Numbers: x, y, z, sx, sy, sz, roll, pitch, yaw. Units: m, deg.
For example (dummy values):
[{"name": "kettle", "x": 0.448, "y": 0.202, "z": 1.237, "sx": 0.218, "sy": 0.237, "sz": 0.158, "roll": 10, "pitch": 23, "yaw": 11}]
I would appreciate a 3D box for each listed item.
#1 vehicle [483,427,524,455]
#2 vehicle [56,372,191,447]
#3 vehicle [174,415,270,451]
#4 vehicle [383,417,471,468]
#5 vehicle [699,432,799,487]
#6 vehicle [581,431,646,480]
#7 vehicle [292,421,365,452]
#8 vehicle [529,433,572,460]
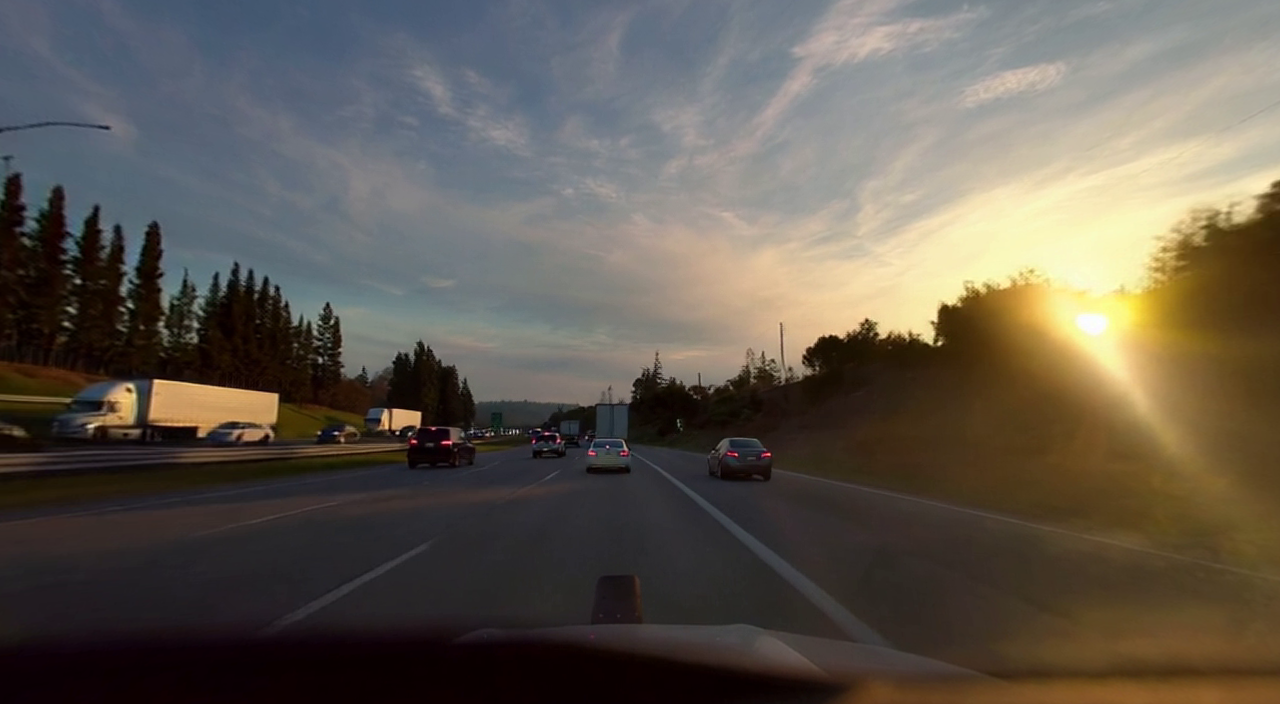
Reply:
[{"name": "vehicle", "x": -9.473, "y": 6.205, "z": 43.933, "sx": 1.992, "sy": 1.838, "sz": 4.493, "roll": 0, "pitch": -8, "yaw": -2}, {"name": "vehicle", "x": -28.562, "y": 3.310, "z": 35.117, "sx": 2.908, "sy": 3.868, "sz": 5.411, "roll": 0, "pitch": -8, "yaw": -3}, {"name": "vehicle", "x": -19.817, "y": 3.893, "z": 30.021, "sx": 1.831, "sy": 1.575, "sz": 4.218, "roll": 0, "pitch": -8, "yaw": -3}, {"name": "vehicle", "x": -8.699, "y": 3.741, "z": 26.180, "sx": 2.158, "sy": 1.943, "sz": 4.662, "roll": 0, "pitch": -8, "yaw": -2}, {"name": "vehicle", "x": 3.175, "y": 3.207, "z": 19.289, "sx": 1.981, "sy": 1.474, "sz": 4.396, "roll": 0, "pitch": -8, "yaw": -4}, {"name": "vehicle", "x": -0.885, "y": 3.410, "z": 21.093, "sx": 1.980, "sy": 1.478, "sz": 3.758, "roll": 0, "pitch": -8, "yaw": -2}, {"name": "vehicle", "x": -16.188, "y": 4.422, "z": 32.897, "sx": 1.903, "sy": 1.506, "sz": 3.980, "roll": 0, "pitch": -8, "yaw": -3}, {"name": "vehicle", "x": -5.186, "y": 5.522, "z": 37.017, "sx": 2.046, "sy": 1.493, "sz": 4.384, "roll": 0, "pitch": -8, "yaw": -2}]
